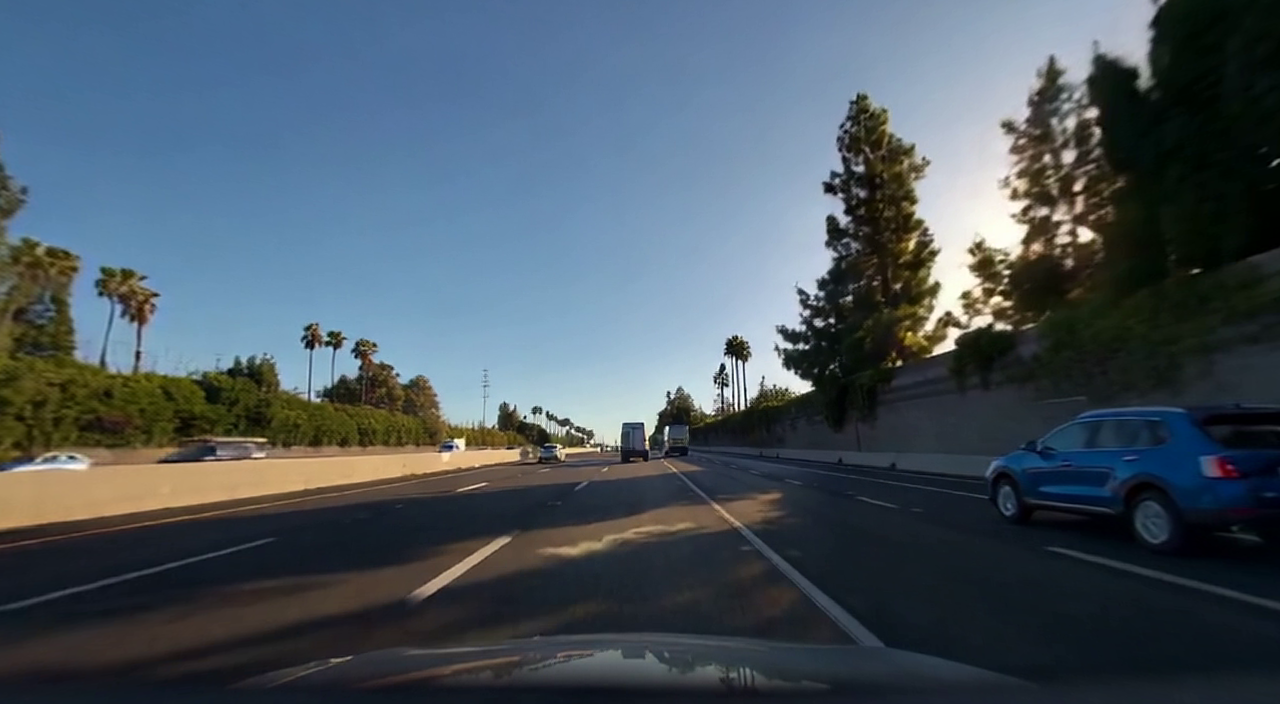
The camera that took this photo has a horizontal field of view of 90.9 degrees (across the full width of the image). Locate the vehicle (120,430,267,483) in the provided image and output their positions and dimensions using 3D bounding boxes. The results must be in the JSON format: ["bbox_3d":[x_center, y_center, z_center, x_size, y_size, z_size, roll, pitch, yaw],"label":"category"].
[{"bbox_3d":[-17.912,4.198,25.722,2.240,1.891,5.113,0,-8,0],"label":"vehicle"}]

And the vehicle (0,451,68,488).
[{"bbox_3d":[-25.194,4.678,25.224,1.507,1.358,3.253,0,-8,1],"label":"vehicle"}]

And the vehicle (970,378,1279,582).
[{"bbox_3d":[7.147,1.566,8.633,2.361,1.911,5.286,0,-8,0],"label":"vehicle"}]

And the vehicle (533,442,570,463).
[{"bbox_3d":[-6.725,7.629,48.173,2.097,1.525,4.632,0,-8,1],"label":"vehicle"}]
